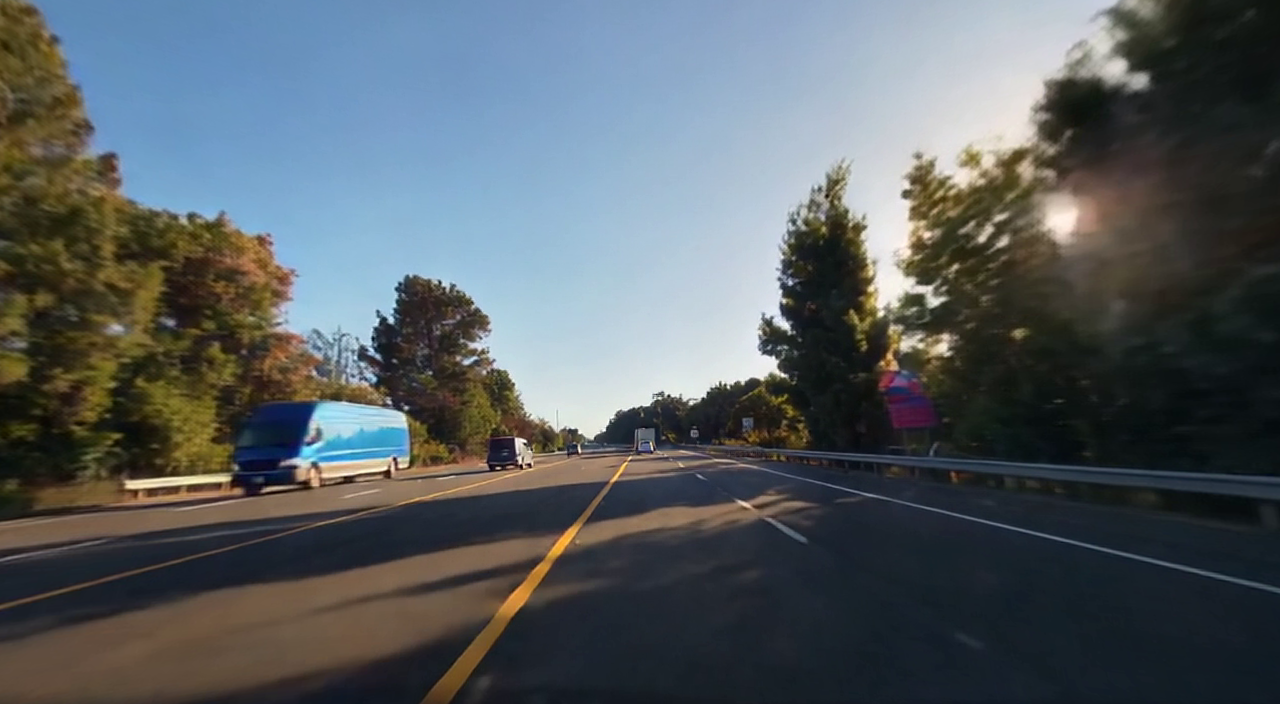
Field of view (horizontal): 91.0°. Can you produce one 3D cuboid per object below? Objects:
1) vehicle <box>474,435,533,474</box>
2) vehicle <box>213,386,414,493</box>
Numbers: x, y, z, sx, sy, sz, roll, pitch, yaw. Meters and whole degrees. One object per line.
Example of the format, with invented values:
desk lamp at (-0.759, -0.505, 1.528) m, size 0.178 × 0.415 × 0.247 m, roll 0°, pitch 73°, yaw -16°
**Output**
vehicle at (-7.122, 5.392, 33.292) m, size 2.068 × 1.897 × 4.372 m, roll 0°, pitch -8°, yaw 1°
vehicle at (-14.836, 4.277, 30.594) m, size 2.905 × 4.091 × 12.827 m, roll 0°, pitch -8°, yaw 0°
